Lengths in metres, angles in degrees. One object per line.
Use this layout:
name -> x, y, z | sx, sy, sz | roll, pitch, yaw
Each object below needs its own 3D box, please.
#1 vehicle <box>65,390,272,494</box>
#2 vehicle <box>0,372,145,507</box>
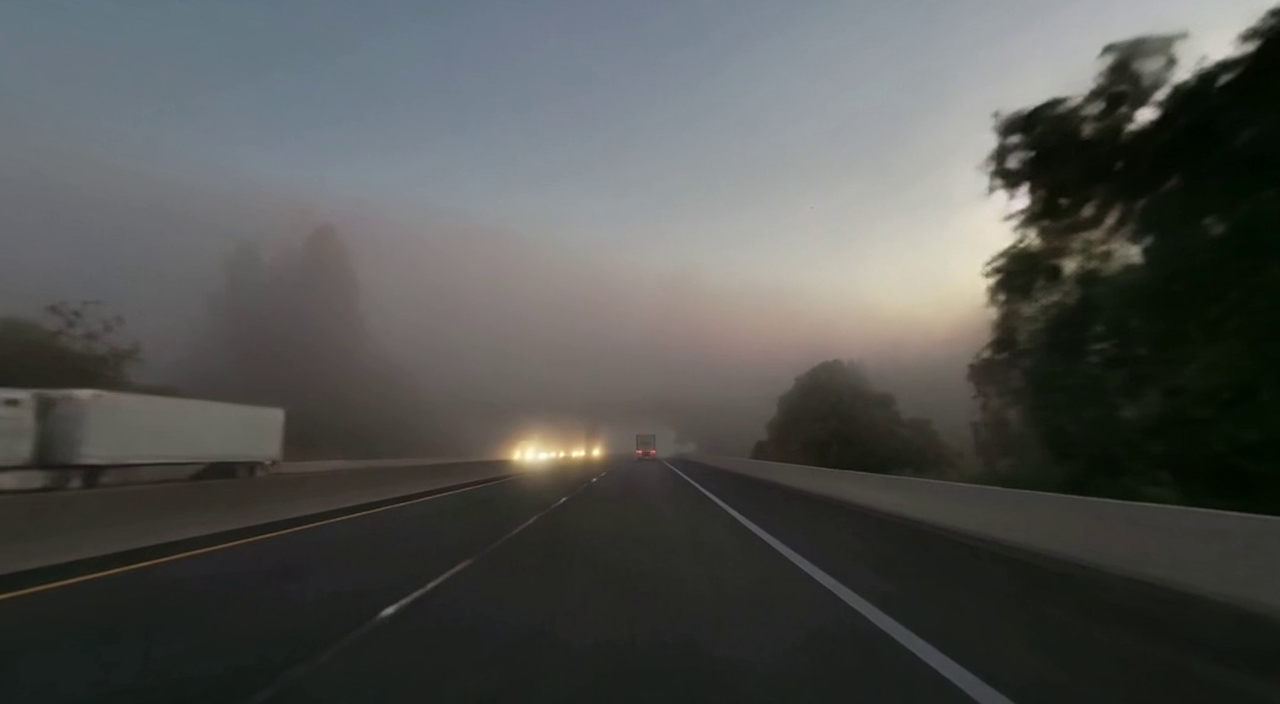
vehicle -> -21.030, 4.218, 29.106 | 2.840, 4.071, 8.380 | 0, -9, 0
vehicle -> -21.039, 2.720, 19.529 | 2.990, 4.070, 10.171 | 0, -9, 0
